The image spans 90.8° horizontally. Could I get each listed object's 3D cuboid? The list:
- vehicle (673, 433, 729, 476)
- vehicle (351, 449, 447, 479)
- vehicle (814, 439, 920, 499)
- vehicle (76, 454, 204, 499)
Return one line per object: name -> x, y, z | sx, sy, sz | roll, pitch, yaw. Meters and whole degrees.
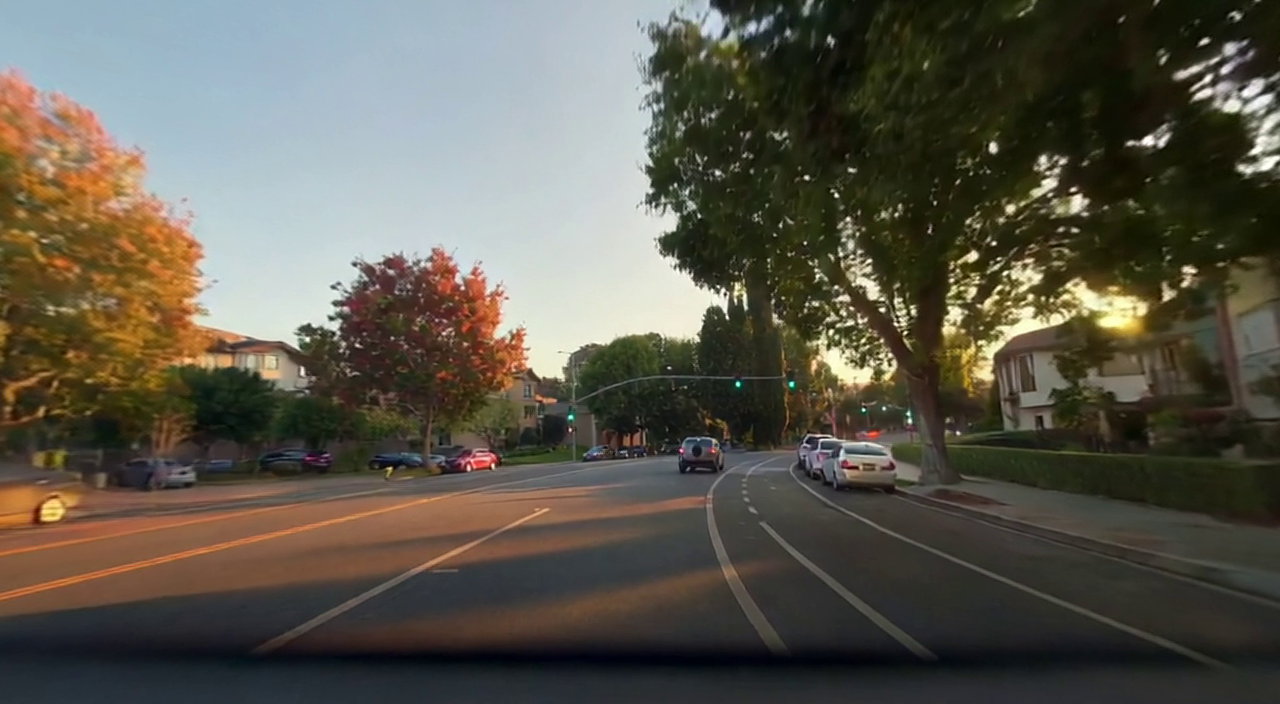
vehicle -> 2.682, 4.323, 26.850 | 1.852, 1.680, 4.488 | -2, -9, 12
vehicle -> -16.778, 7.808, 44.100 | 5.953, 1.868, 2.049 | 0, -11, 10
vehicle -> 6.218, 3.214, 17.890 | 1.940, 1.456, 4.502 | -1, -9, 8
vehicle -> -23.179, 5.724, 29.349 | 4.524, 1.870, 2.180 | -2, -9, 14
